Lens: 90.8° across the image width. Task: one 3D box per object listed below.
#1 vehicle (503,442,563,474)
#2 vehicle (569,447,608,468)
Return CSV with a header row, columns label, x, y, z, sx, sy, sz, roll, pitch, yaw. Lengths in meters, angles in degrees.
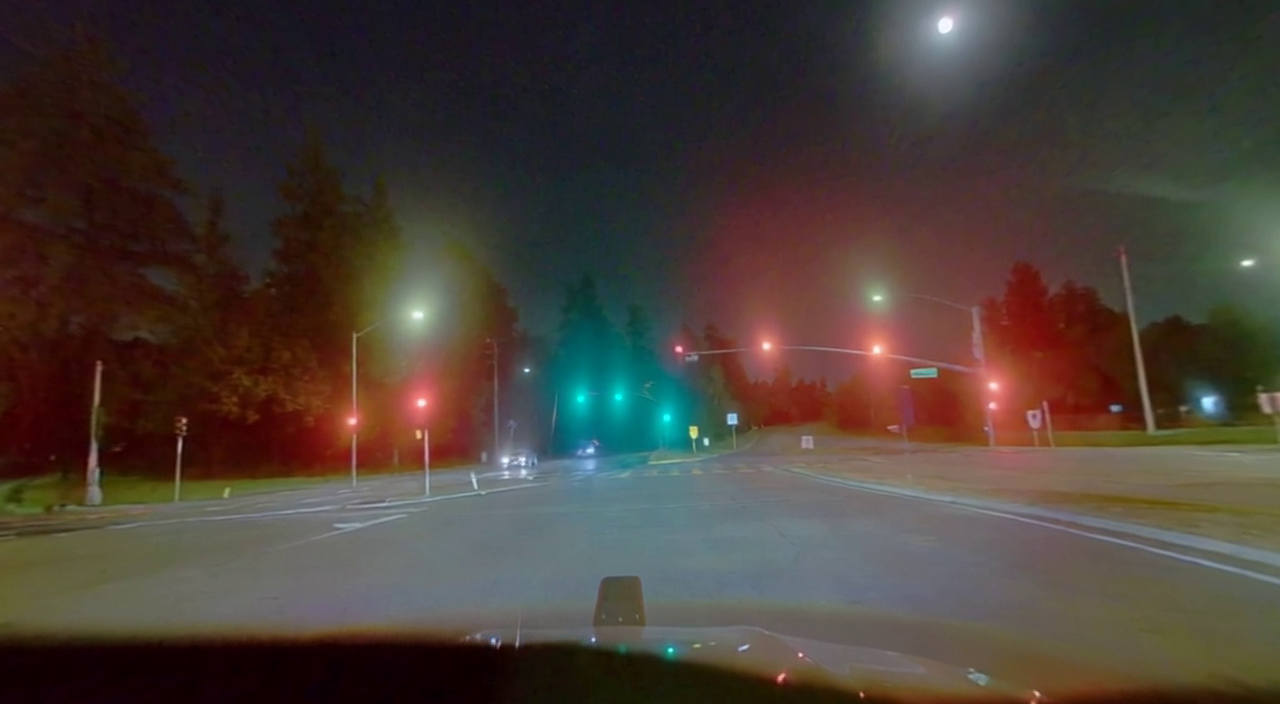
label,x,y,z,sx,sy,sz,roll,pitch,yaw
vehicle,-7.332,7.352,44.161,2.557,2.015,5.959,-1,-9,7
vehicle,-3.608,7.500,45.018,2.049,1.439,4.103,-1,-9,5
